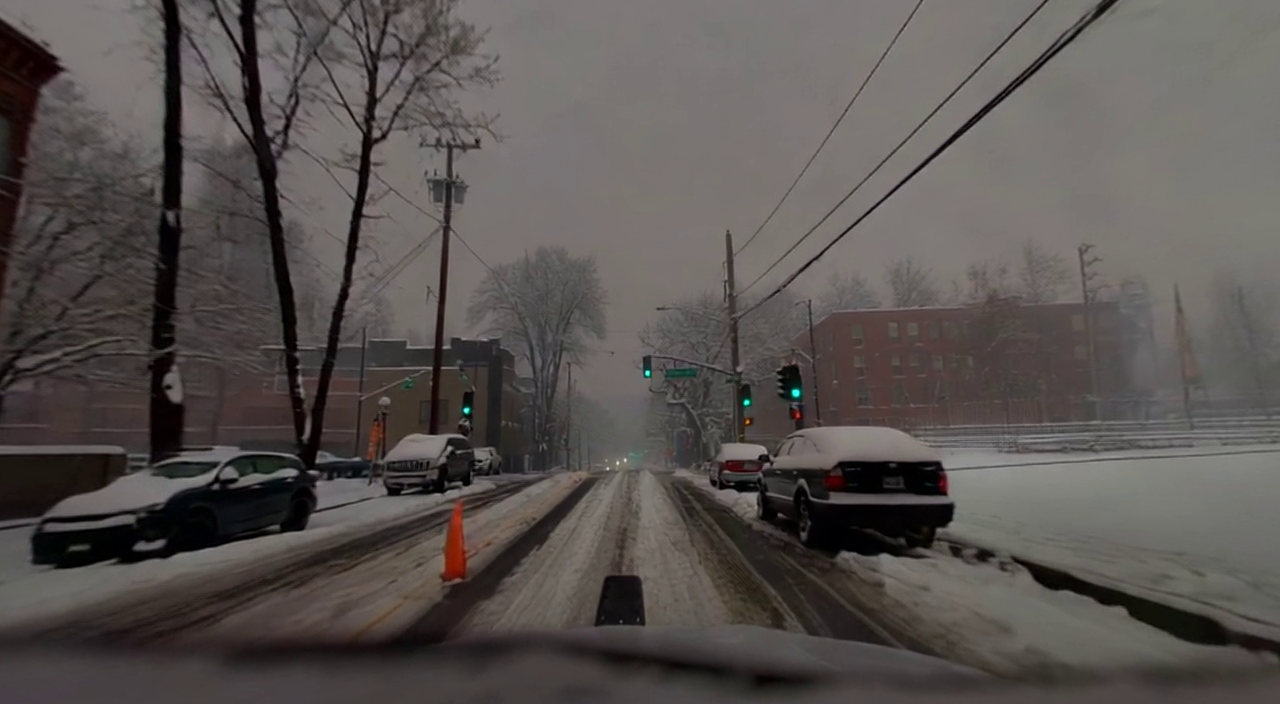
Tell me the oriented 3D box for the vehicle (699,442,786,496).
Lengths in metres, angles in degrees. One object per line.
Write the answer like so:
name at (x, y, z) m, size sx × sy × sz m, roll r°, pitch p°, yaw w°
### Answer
vehicle at (3.125, 3.620, 20.101) m, size 1.953 × 1.503 × 4.137 m, roll 0°, pitch -8°, yaw -2°

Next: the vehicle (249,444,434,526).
vehicle at (-6.363, 2.829, 14.239) m, size 1.919 × 1.475 × 4.833 m, roll 0°, pitch -8°, yaw -1°

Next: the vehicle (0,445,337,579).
vehicle at (-6.426, 2.113, 9.285) m, size 1.968 × 1.450 × 4.271 m, roll 0°, pitch -8°, yaw -3°

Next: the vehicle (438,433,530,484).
vehicle at (-6.361, 4.412, 26.681) m, size 2.279 × 1.873 × 5.912 m, roll 0°, pitch -8°, yaw 1°

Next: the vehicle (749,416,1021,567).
vehicle at (3.288, 1.966, 9.906) m, size 2.141 × 1.737 × 5.009 m, roll 0°, pitch -8°, yaw -1°
